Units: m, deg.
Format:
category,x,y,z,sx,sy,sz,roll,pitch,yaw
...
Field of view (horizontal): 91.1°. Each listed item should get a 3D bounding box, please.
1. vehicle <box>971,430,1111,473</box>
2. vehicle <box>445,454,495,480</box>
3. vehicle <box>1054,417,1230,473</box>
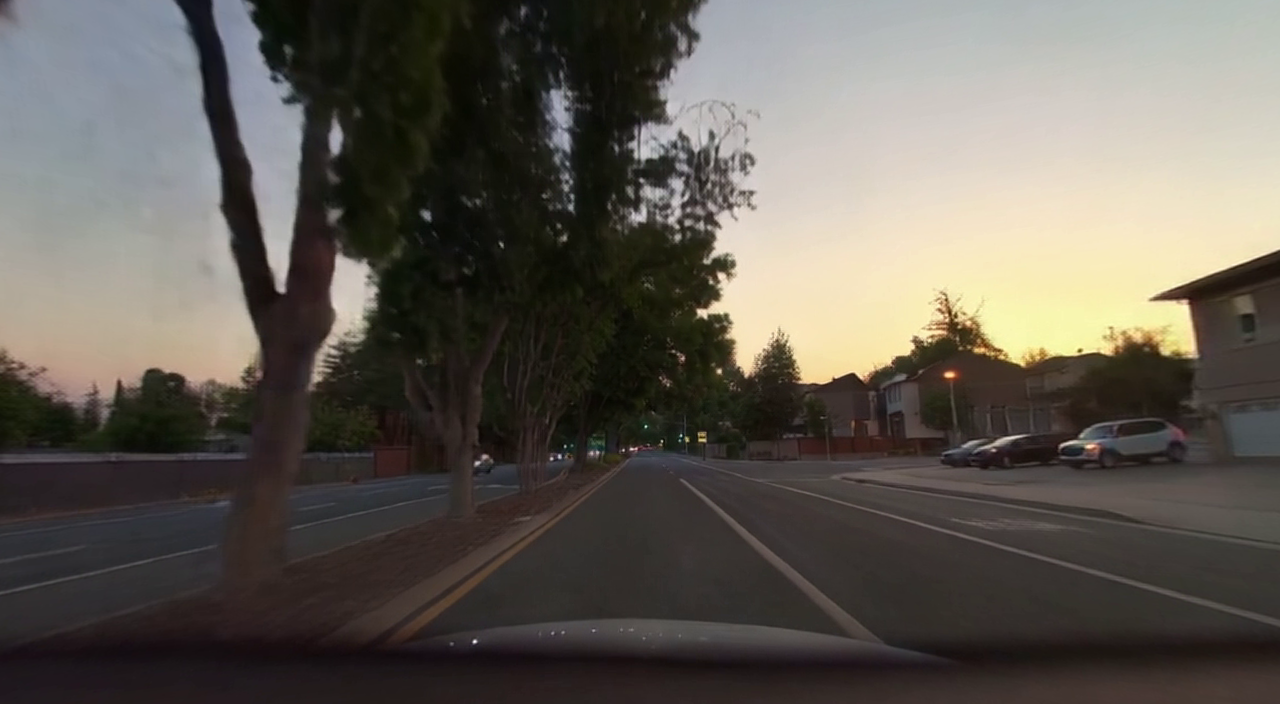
category,x,y,z,sx,sy,sz,roll,pitch,yaw
vehicle,17.794,4.411,27.979,4.868,1.768,2.030,0,-8,-4
vehicle,-12.118,8.198,45.073,2.007,1.655,4.649,-1,-8,3
vehicle,18.046,3.368,22.721,4.611,1.920,2.043,0,-9,-3
